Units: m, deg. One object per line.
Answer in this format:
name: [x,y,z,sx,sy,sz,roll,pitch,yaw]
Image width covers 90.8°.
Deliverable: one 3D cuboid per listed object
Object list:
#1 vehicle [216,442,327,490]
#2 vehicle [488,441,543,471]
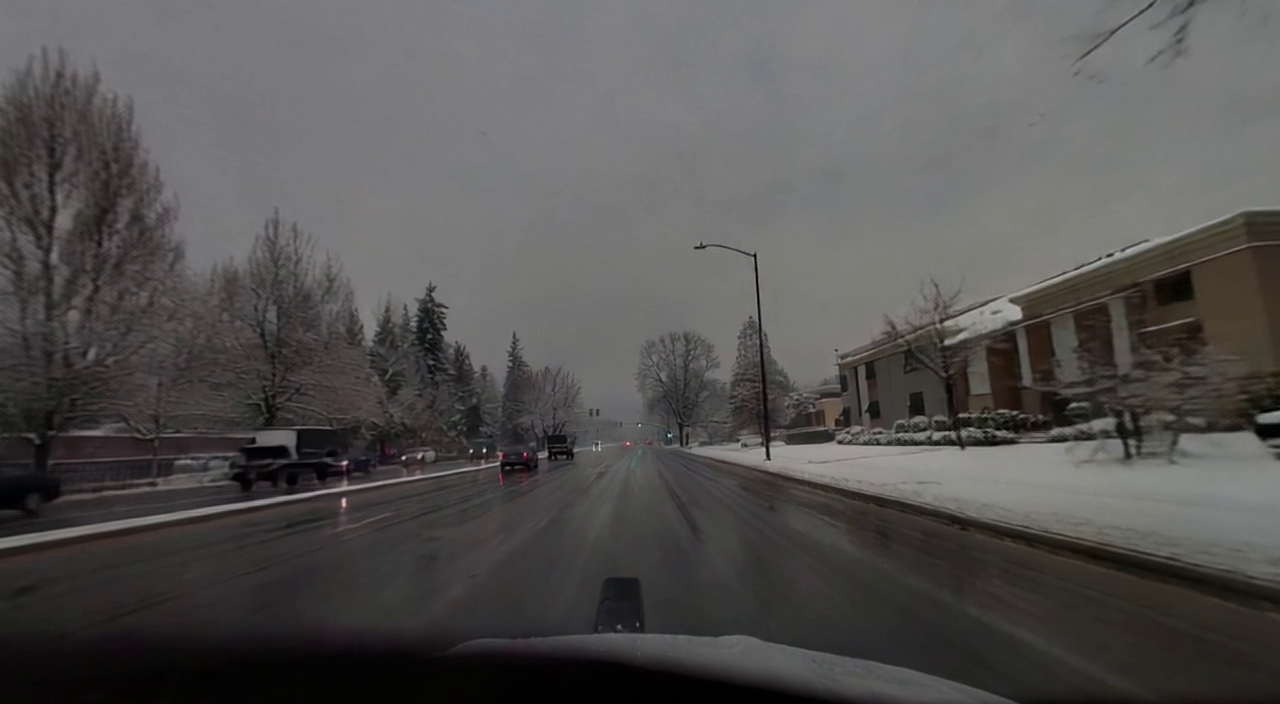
vehicle: [-14.763,4.561,25.627,1.947,1.784,4.175,0,-9,0]
vehicle: [-6.449,5.439,33.311,1.970,1.456,4.441,0,-9,0]
